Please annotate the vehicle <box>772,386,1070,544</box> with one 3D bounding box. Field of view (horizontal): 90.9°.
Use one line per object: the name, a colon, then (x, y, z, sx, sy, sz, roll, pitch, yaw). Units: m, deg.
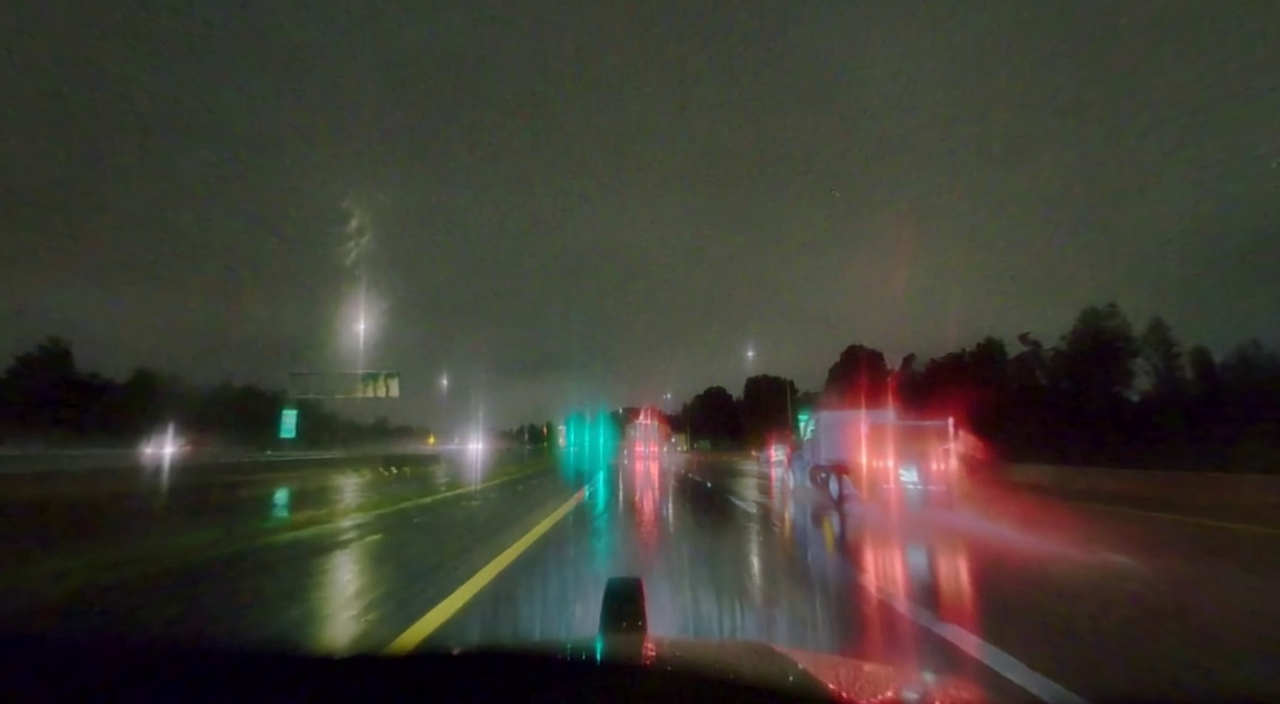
vehicle: (4.117, 1.819, 10.789, 2.383, 1.959, 5.669, 0, -8, -1)
